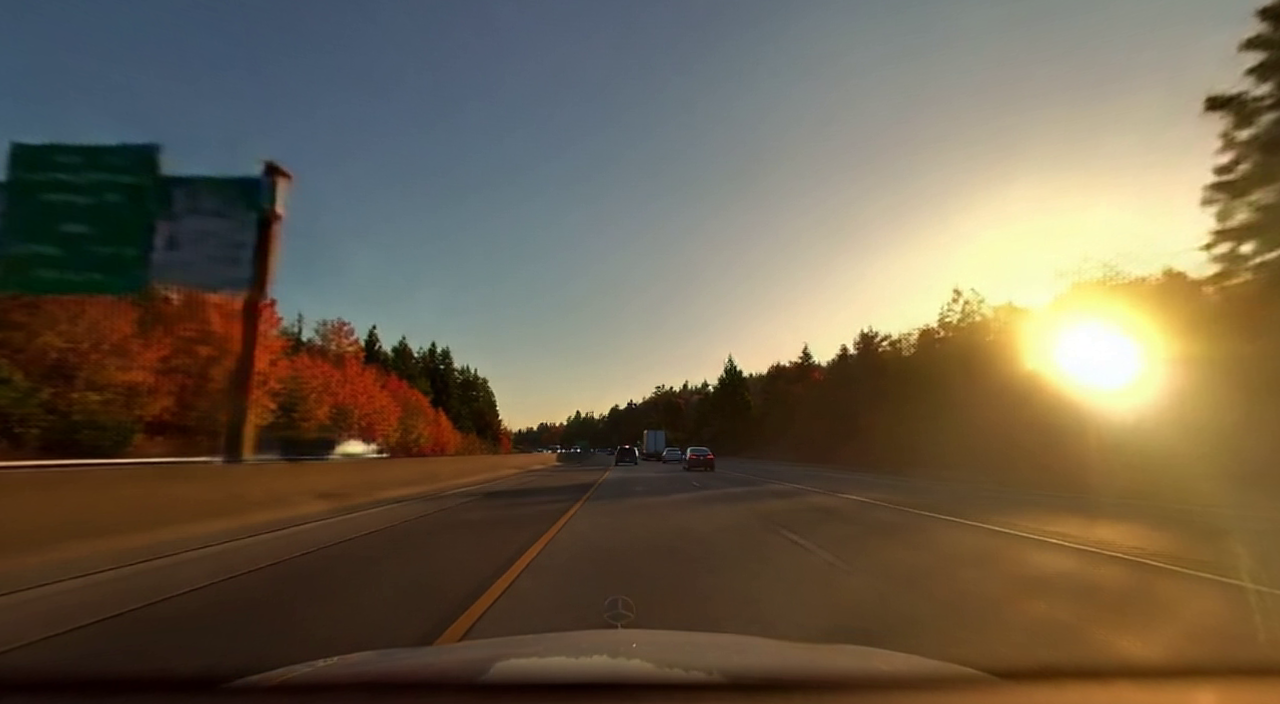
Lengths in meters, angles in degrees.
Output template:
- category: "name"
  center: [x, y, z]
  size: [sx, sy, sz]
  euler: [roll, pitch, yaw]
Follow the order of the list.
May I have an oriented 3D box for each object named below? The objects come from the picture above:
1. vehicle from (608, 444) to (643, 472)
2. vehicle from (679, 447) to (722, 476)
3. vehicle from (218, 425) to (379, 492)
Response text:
- category: "vehicle"
  center: [-0.991, 7.018, 41.599]
  size: [2.151, 1.693, 4.201]
  euler: [0, -9, -2]
- category: "vehicle"
  center: [3.344, 6.143, 35.324]
  size: [1.968, 1.513, 3.911]
  euler: [0, -9, -2]
- category: "vehicle"
  center: [-8.810, 2.811, 16.706]
  size: [1.898, 1.521, 4.308]
  euler: [0, -9, -1]
